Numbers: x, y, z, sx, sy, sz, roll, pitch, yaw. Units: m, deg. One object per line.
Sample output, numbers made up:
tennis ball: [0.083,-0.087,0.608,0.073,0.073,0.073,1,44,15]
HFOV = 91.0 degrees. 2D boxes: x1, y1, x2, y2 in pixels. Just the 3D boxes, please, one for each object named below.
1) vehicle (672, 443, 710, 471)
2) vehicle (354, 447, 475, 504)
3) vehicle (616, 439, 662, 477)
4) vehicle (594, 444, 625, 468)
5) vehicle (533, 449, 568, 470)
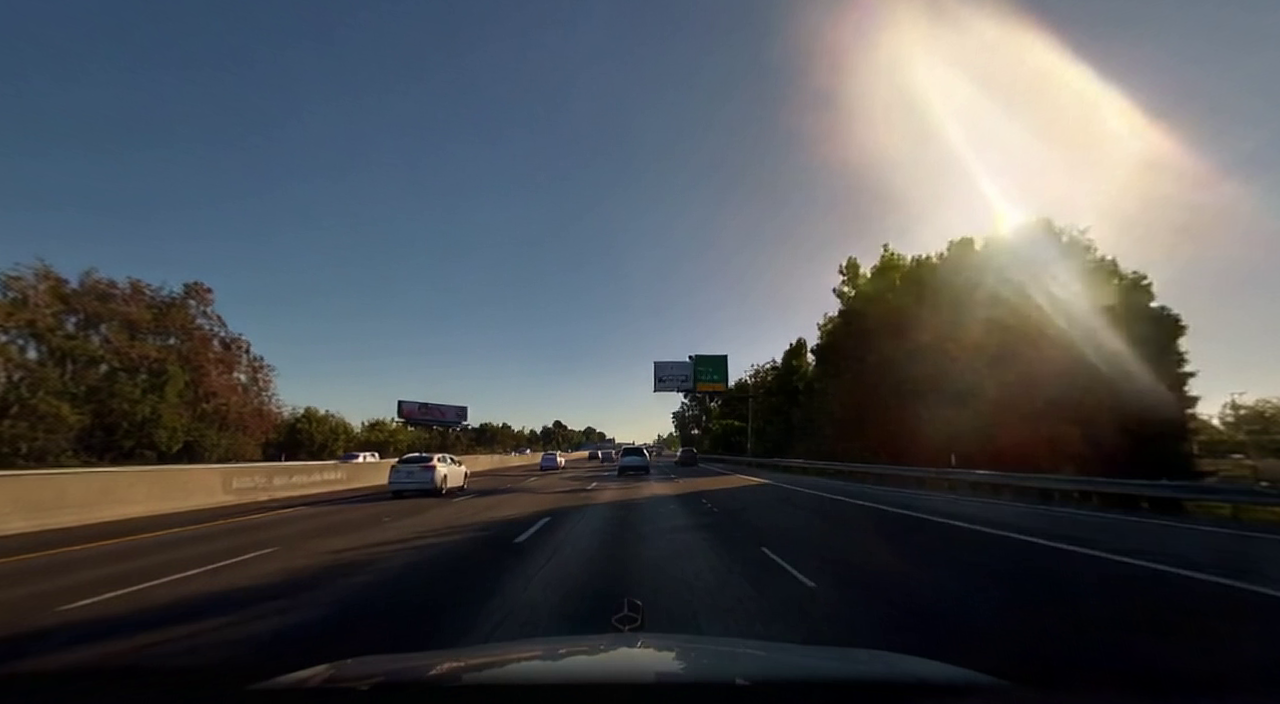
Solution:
vehicle: [3.201,6.689,40.365,1.925,1.716,4.378,0,-9,-2]
vehicle: [-6.624,3.641,19.149,1.918,1.509,4.736,0,-9,0]
vehicle: [-0.064,5.268,31.601,2.127,1.749,4.776,0,-9,0]
vehicle: [-2.370,7.967,48.280,2.223,1.722,4.177,1,-9,-4]
vehicle: [-6.570,7.943,46.823,1.892,1.468,4.792,0,-9,0]
